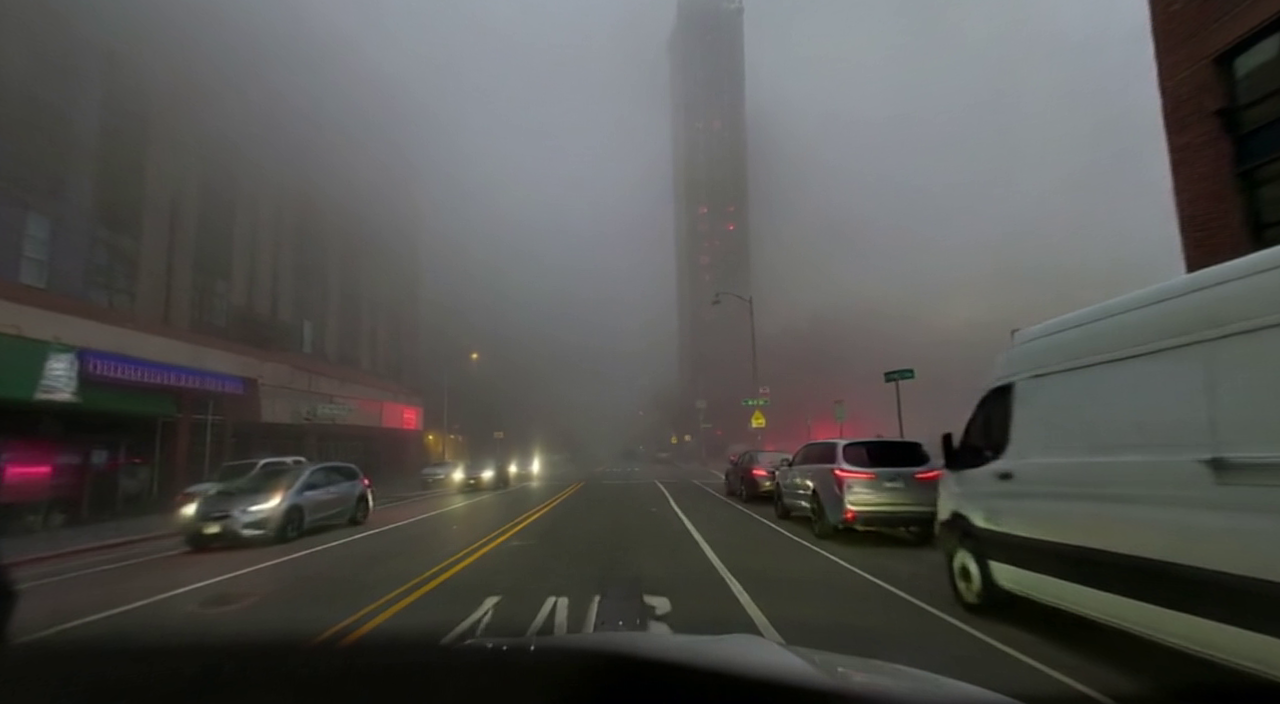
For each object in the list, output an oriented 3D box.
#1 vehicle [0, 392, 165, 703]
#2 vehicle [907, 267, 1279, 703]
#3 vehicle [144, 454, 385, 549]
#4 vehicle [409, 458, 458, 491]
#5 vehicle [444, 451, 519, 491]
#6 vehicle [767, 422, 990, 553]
[{"bbox_3d":[-3.242,0.727,0.778,2.024,1.579,4.300,0,-9,-2],"label":"vehicle"},{"bbox_3d":[3.796,0.826,3.261,2.215,2.177,5.608,0,-9,-2],"label":"vehicle"},{"bbox_3d":[-7.218,2.878,12.893,2.009,1.488,4.650,-1,-9,1],"label":"vehicle"},{"bbox_3d":[-11.456,6.792,35.206,1.586,1.397,3.473,-3,-6,0],"label":"vehicle"},{"bbox_3d":[-6.658,5.034,27.092,1.993,1.484,4.812,0,-9,0],"label":"vehicle"},{"bbox_3d":[3.741,2.210,11.082,1.881,1.751,4.859,0,-9,-1],"label":"vehicle"}]
